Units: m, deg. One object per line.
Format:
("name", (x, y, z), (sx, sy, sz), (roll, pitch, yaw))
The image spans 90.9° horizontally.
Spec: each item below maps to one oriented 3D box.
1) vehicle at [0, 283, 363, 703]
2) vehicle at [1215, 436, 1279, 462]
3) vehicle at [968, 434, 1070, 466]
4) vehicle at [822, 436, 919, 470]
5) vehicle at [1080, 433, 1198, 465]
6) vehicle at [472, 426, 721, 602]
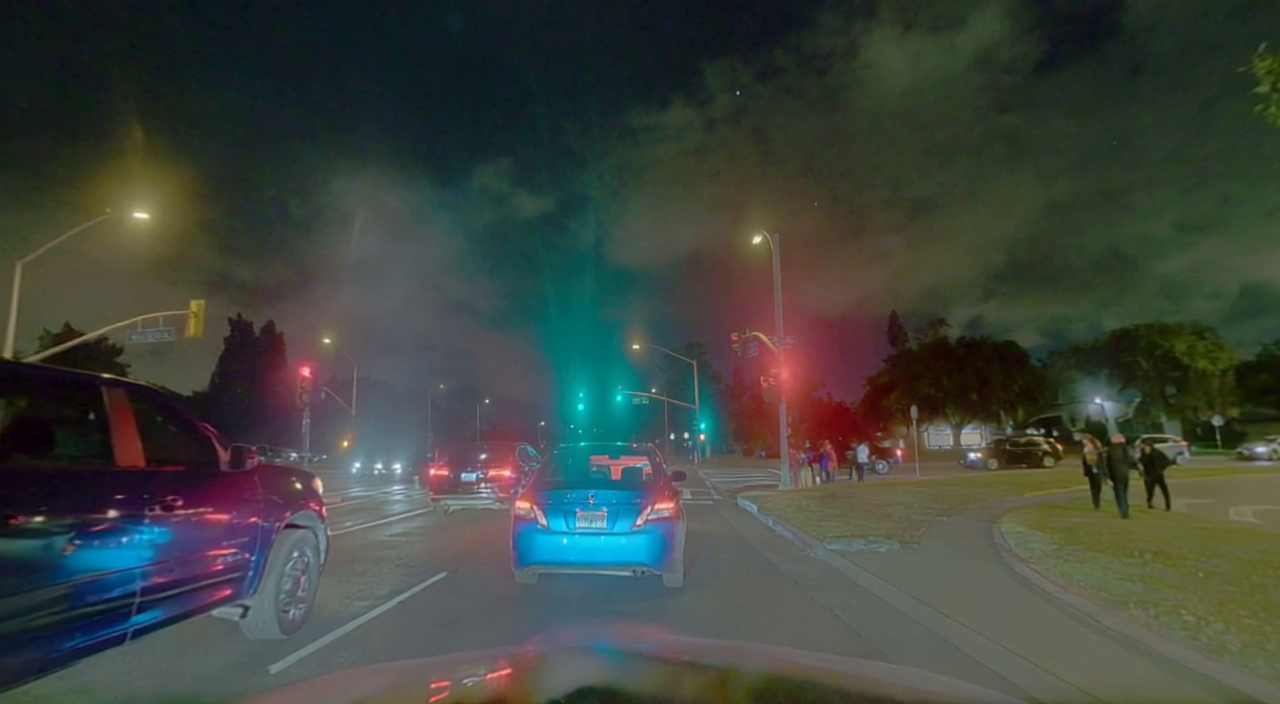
("vehicle", (-3.676, 0.802, 3.139), (2.202, 1.961, 4.980), (0, -9, 1))
("vehicle", (36.261, 5.548, 36.108), (4.643, 1.464, 1.840), (-1, -9, 3))
("vehicle", (21.946, 5.700, 36.670), (4.529, 1.786, 2.110), (0, -9, 2))
("vehicle", (12.215, 5.388, 33.577), (4.394, 1.724, 1.886), (0, -9, 1))
("vehicle", (28.951, 5.623, 36.667), (4.967, 1.794, 2.044), (0, -9, 2))
("vehicle", (-0.374, 1.740, 7.732), (2.144, 1.497, 4.446), (0, -9, 0))
